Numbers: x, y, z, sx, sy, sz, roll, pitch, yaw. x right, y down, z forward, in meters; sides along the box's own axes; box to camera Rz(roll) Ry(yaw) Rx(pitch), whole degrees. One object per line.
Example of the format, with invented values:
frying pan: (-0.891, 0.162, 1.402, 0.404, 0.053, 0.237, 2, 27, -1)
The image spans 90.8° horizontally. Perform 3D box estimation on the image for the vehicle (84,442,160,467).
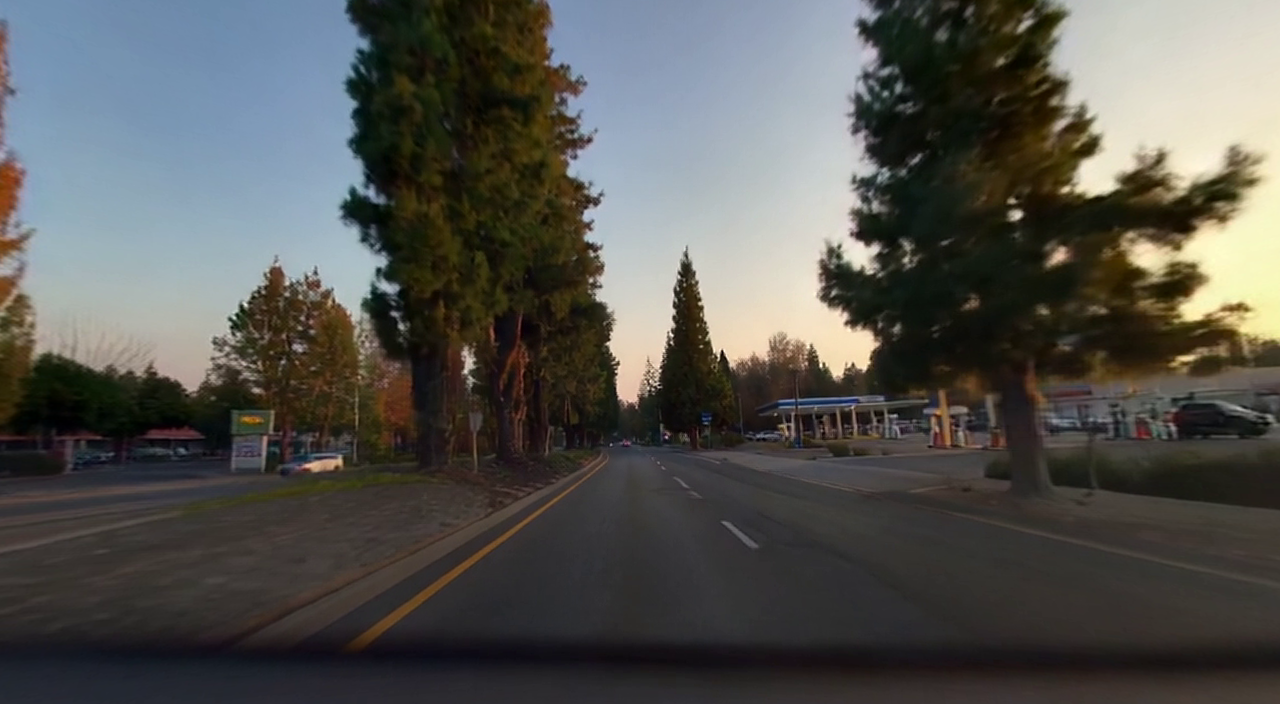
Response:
vehicle: (-34.602, 6.861, 42.230, 3.677, 1.434, 1.827, -4, -9, 6)
